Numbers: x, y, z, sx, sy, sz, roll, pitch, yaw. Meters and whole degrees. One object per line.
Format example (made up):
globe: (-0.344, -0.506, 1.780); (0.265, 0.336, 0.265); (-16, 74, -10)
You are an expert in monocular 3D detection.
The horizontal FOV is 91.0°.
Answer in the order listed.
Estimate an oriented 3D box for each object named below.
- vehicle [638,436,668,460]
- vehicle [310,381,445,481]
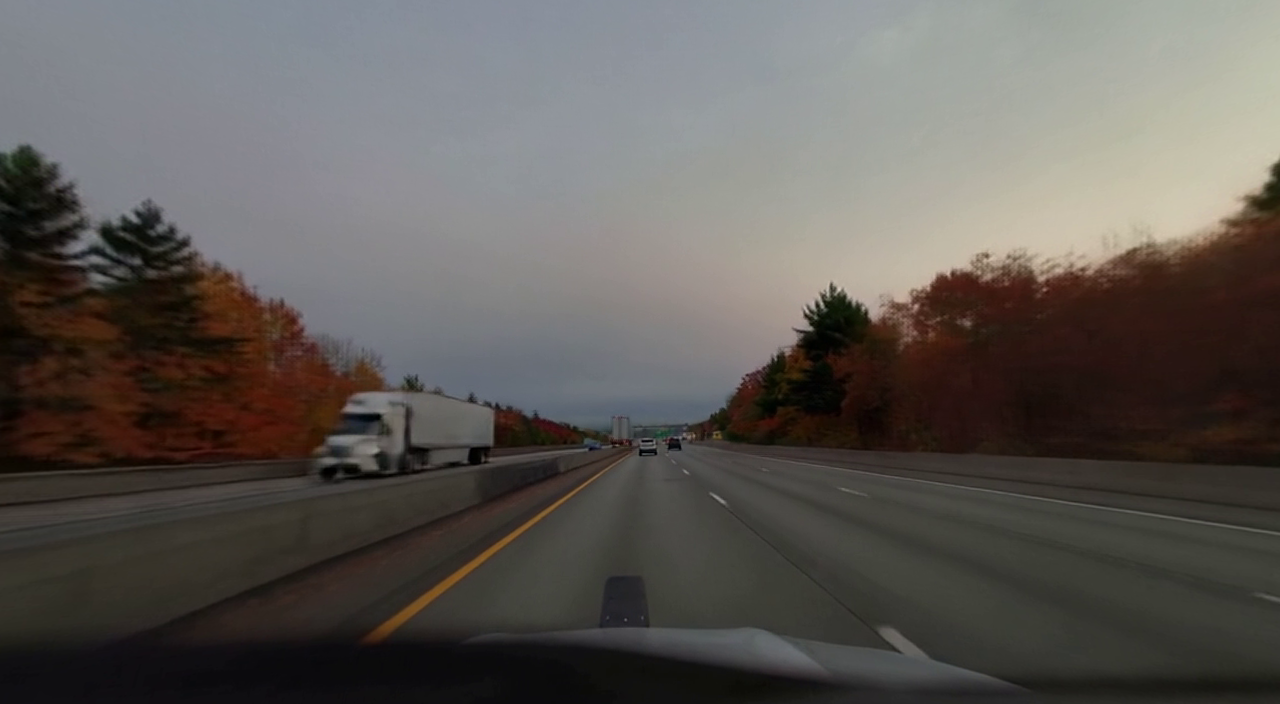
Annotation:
vehicle: (0.839, 6.306, 41.286); (1.924, 1.498, 3.817); (0, -8, 1)
vehicle: (-11.235, 3.498, 27.694); (3.024, 3.912, 6.057); (0, -8, 2)
